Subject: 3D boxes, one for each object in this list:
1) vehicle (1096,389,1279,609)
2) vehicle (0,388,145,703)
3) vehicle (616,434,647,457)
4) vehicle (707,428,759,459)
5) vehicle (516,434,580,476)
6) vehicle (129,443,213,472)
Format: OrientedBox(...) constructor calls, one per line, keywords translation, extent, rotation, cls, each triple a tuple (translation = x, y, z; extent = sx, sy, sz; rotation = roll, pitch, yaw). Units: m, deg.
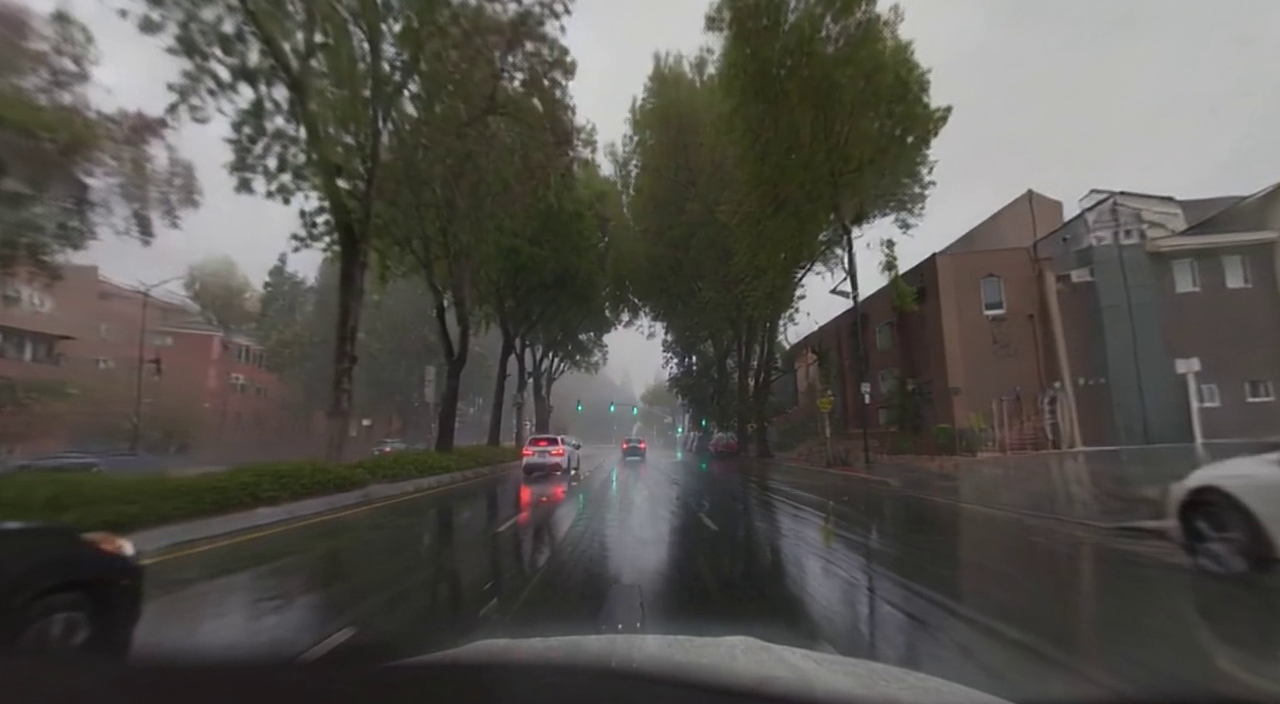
OrientedBox(translation=(6.391, 1.091, 4.380), extent=(2.206, 1.803, 5.753), rotation=(0, -8, 1), cls="vehicle")
OrientedBox(translation=(-3.590, 0.687, 1.021), extent=(1.995, 1.524, 4.438), rotation=(0, -8, -1), cls="vehicle")
OrientedBox(translation=(-0.551, 6.395, 43.267), extent=(1.999, 1.520, 3.896), rotation=(0, -8, 0), cls="vehicle")
OrientedBox(translation=(5.958, 6.005, 41.347), extent=(2.390, 1.816, 6.050), rotation=(0, -8, -1), cls="vehicle")
OrientedBox(translation=(-3.599, 4.123, 25.484), extent=(1.934, 1.522, 4.287), rotation=(0, -8, 0), cls="vehicle")
OrientedBox(translation=(-34.174, 7.689, 46.105), extent=(4.285, 1.860, 2.302), rotation=(-3, -9, 0), cls="vehicle")
